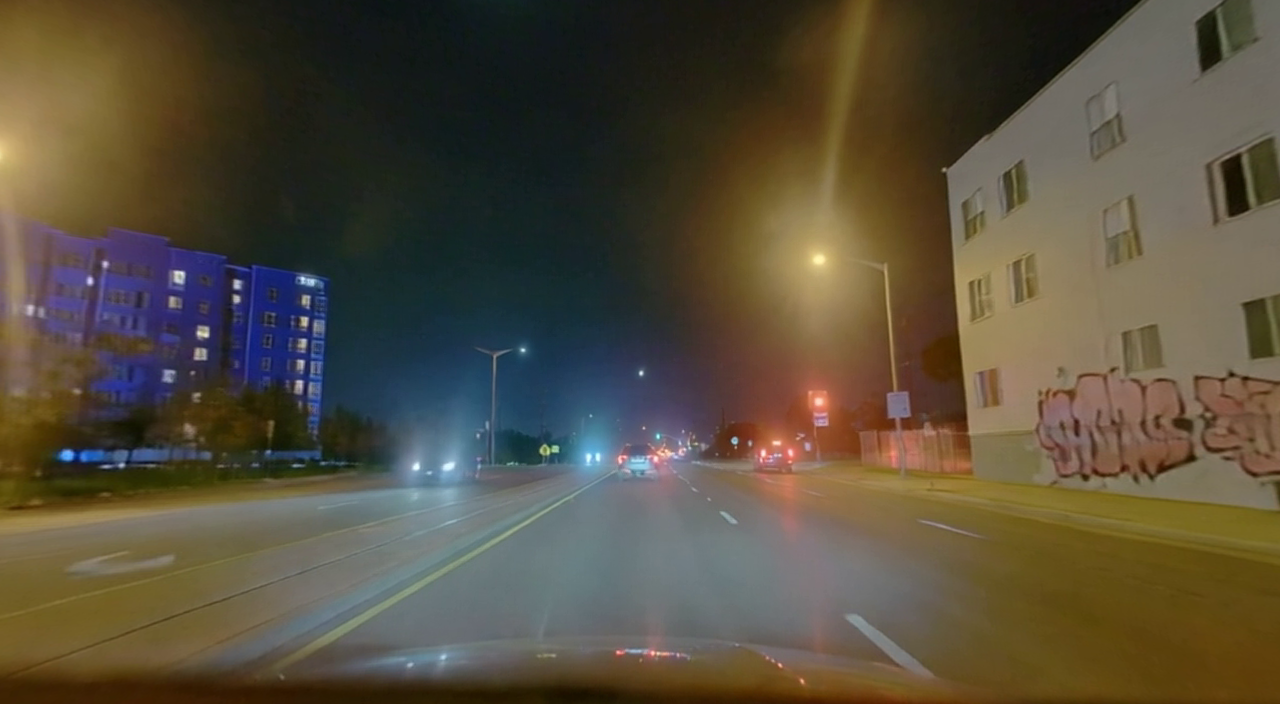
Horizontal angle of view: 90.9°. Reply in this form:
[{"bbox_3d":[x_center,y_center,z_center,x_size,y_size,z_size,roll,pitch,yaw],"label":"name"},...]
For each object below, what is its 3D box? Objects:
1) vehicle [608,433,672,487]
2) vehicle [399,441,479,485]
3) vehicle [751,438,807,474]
[{"bbox_3d":[0.048,3.990,23.634,2.160,1.786,4.702,0,-8,1],"label":"vehicle"},{"bbox_3d":[-8.840,4.896,28.154,1.979,1.794,4.264,-1,-8,3],"label":"vehicle"},{"bbox_3d":[7.084,5.324,32.500,1.952,1.749,4.311,0,-8,1],"label":"vehicle"}]
